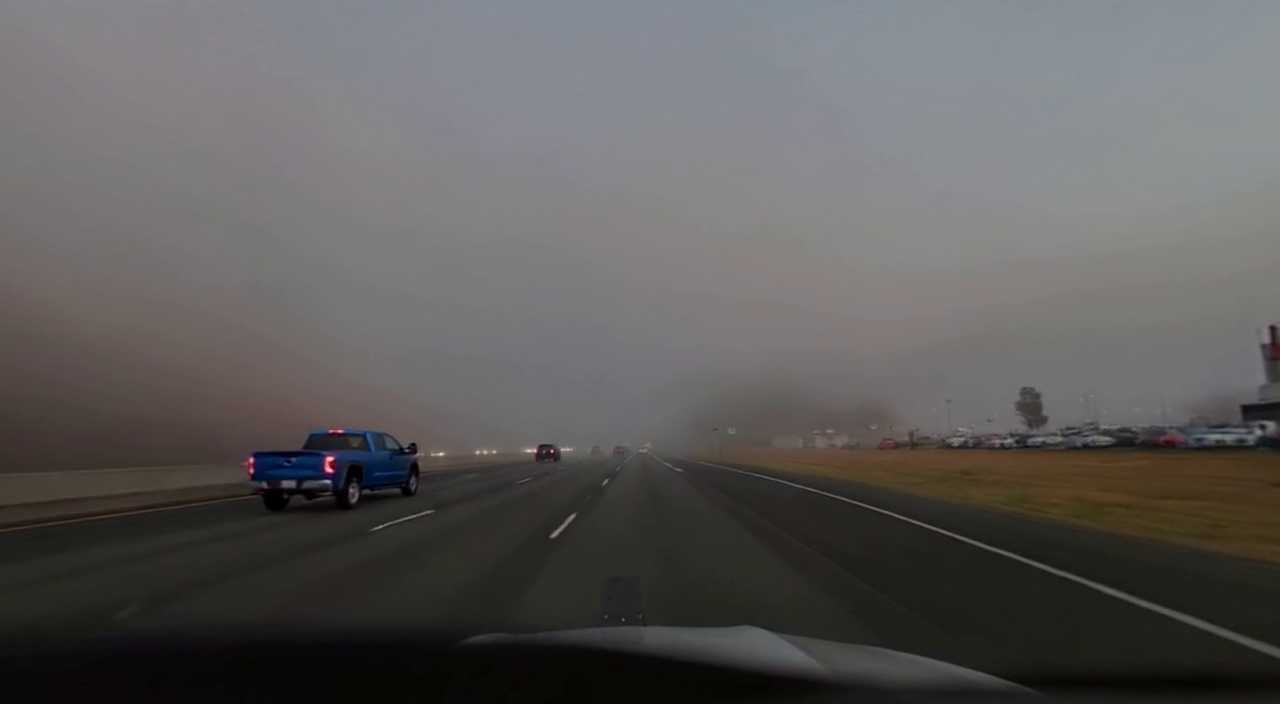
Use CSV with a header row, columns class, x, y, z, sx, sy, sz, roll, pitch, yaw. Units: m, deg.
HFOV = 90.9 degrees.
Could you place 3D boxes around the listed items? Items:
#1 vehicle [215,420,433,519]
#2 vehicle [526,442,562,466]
class,x,y,z,sx,sy,sz,roll,pitch,yaw
vehicle,-7.118,2.713,15.258,2.156,1.911,5.956,0,-8,1
vehicle,-7.382,7.846,48.693,2.021,1.699,4.324,0,-8,1
